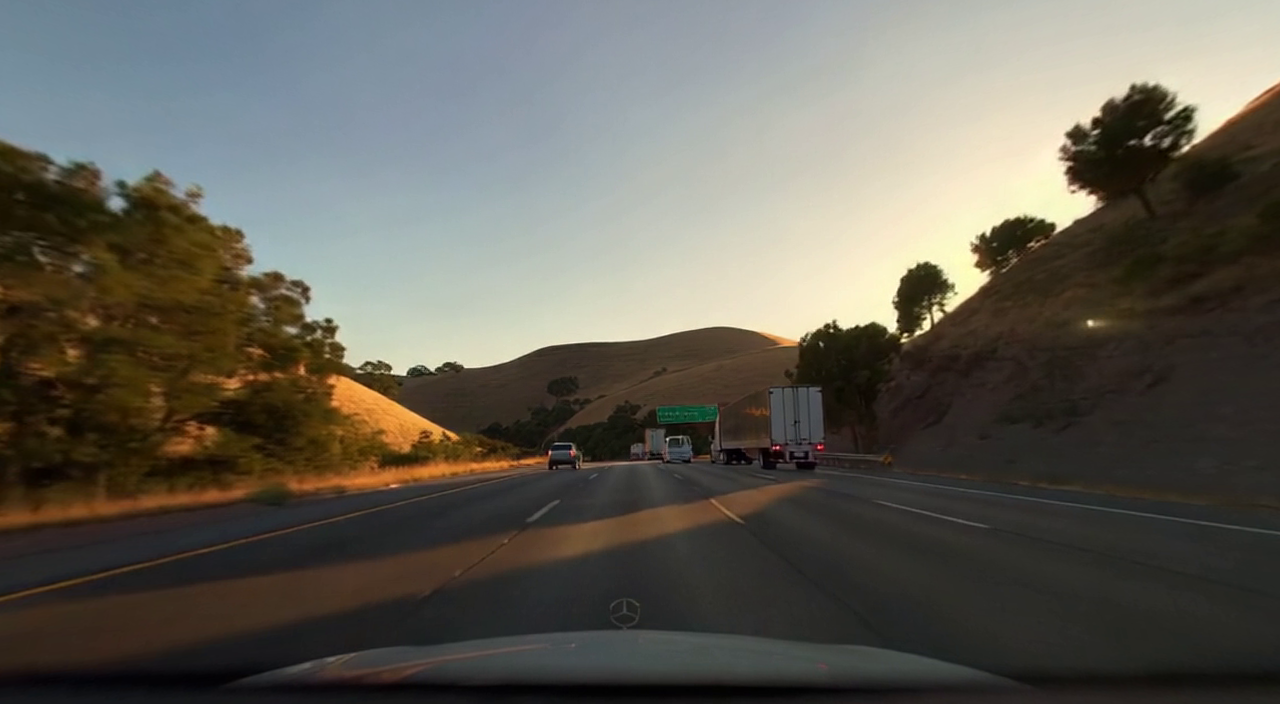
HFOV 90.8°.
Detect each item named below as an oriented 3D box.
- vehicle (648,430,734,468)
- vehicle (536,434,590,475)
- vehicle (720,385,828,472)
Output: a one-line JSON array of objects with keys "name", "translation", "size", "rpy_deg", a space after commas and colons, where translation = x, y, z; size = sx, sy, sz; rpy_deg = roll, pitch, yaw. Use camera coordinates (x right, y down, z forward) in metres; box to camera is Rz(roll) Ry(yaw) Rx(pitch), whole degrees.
[{"name": "vehicle", "translation": [3.126, 6.055, 39.507], "size": [5.075, 2.277, 2.365], "rpy_deg": [0, -9, -2]}, {"name": "vehicle", "translation": [-3.950, 5.373, 33.297], "size": [2.193, 1.977, 4.759], "rpy_deg": [0, -9, 0]}, {"name": "vehicle", "translation": [7.524, 4.948, 38.893], "size": [2.935, 4.187, 16.357], "rpy_deg": [0, -9, -1]}]
